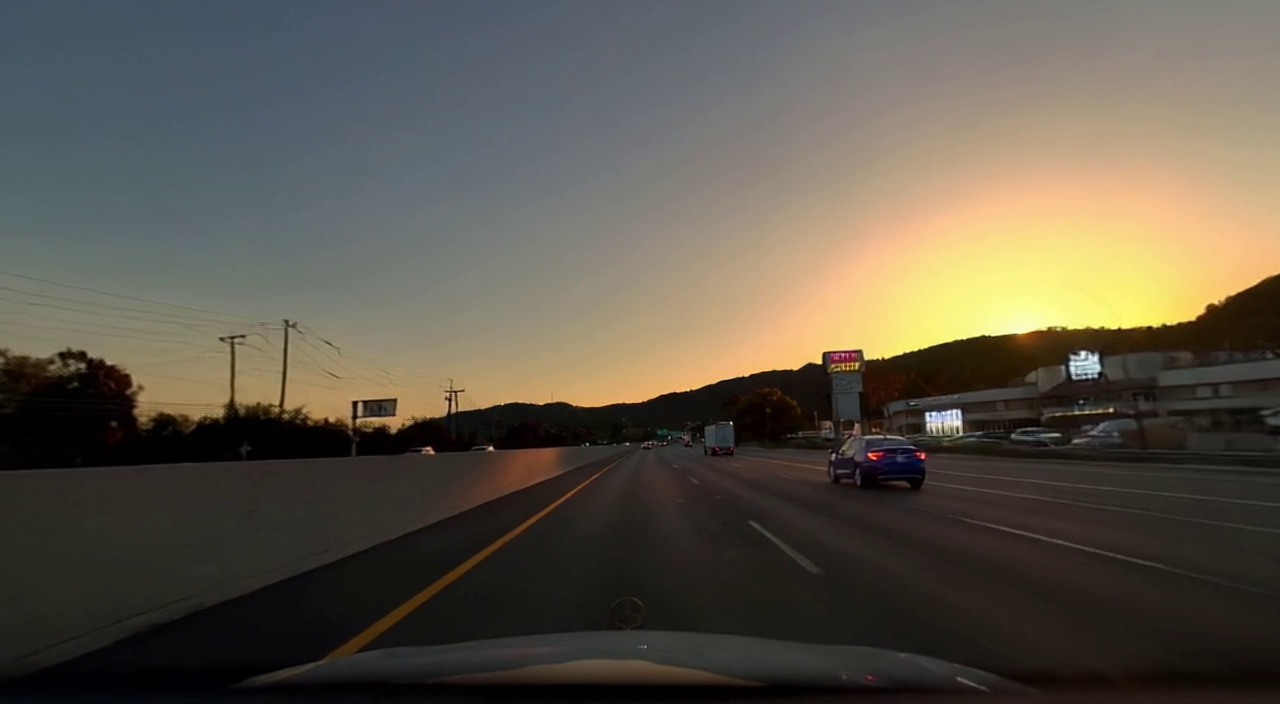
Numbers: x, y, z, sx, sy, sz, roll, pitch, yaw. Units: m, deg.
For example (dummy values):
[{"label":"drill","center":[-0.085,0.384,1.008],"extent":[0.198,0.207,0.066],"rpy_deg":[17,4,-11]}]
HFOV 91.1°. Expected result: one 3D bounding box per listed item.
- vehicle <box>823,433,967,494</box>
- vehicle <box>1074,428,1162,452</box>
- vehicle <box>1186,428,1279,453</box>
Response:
[{"label":"vehicle","center":[7.226,3.215,18.521],"extent":[2.079,1.518,5.032],"rpy_deg":[0,-8,-1]},{"label":"vehicle","center":[36.480,6.723,47.968],"extent":[5.072,1.505,1.870],"rpy_deg":[-3,-7,1]},{"label":"vehicle","center":[36.385,5.411,38.325],"extent":[4.289,1.420,1.873],"rpy_deg":[0,-8,0]}]
